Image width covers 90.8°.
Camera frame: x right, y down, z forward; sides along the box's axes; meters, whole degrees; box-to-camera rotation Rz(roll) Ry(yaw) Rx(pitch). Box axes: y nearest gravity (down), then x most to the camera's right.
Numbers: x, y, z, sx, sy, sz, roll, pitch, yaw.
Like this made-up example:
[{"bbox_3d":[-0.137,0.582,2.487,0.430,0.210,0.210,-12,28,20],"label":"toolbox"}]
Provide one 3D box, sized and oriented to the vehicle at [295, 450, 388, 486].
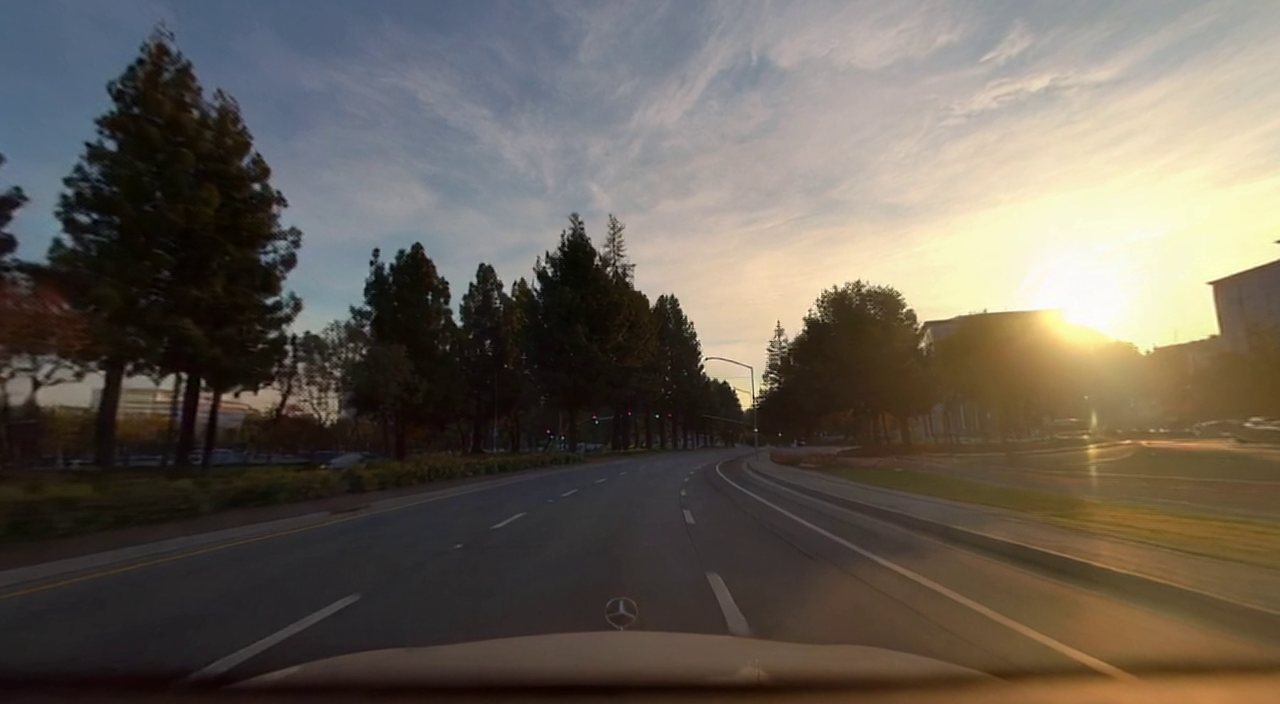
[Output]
[{"bbox_3d":[-14.028,5.461,30.013,1.842,1.529,4.356,-2,-9,8],"label":"vehicle"}]
